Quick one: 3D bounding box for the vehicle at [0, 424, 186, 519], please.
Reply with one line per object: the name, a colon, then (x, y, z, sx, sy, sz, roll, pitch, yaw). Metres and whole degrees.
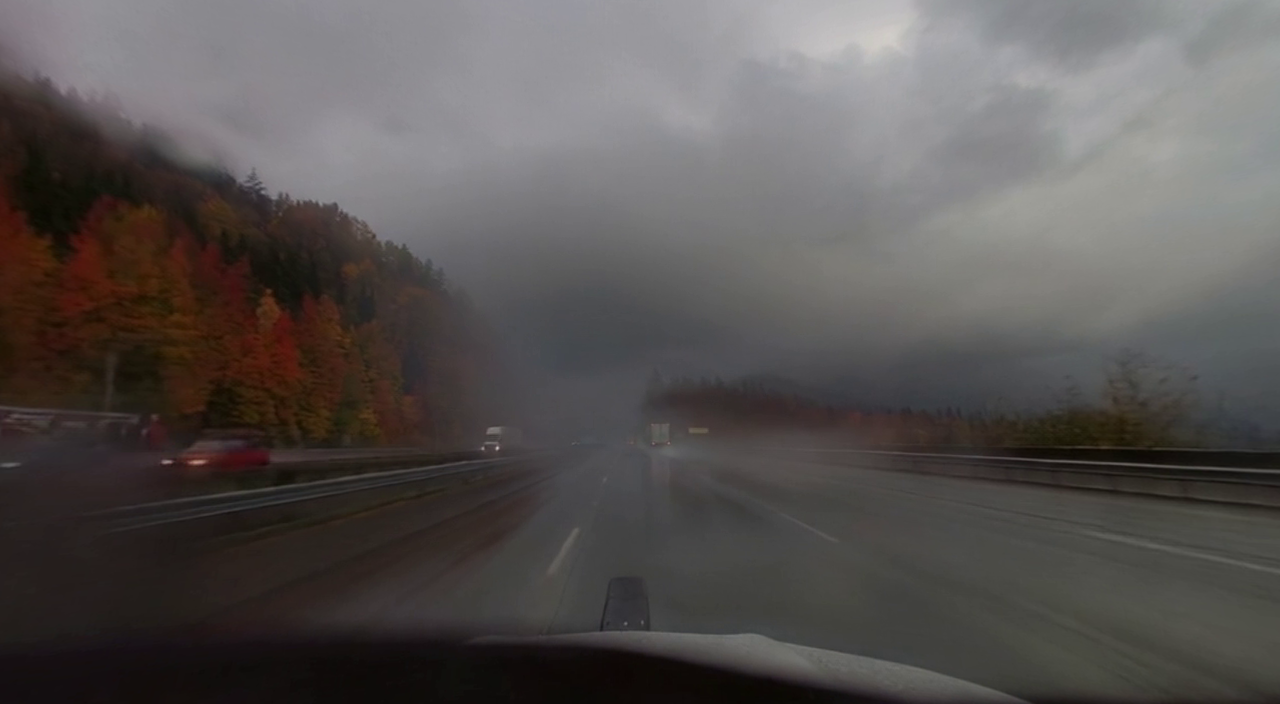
vehicle: (-19.198, 3.764, 20.457, 2.774, 2.605, 8.096, 0, -8, 0)

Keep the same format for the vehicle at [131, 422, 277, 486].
vehicle: (-19.288, 4.521, 28.275, 2.386, 2.549, 5.677, -1, -8, 1)
